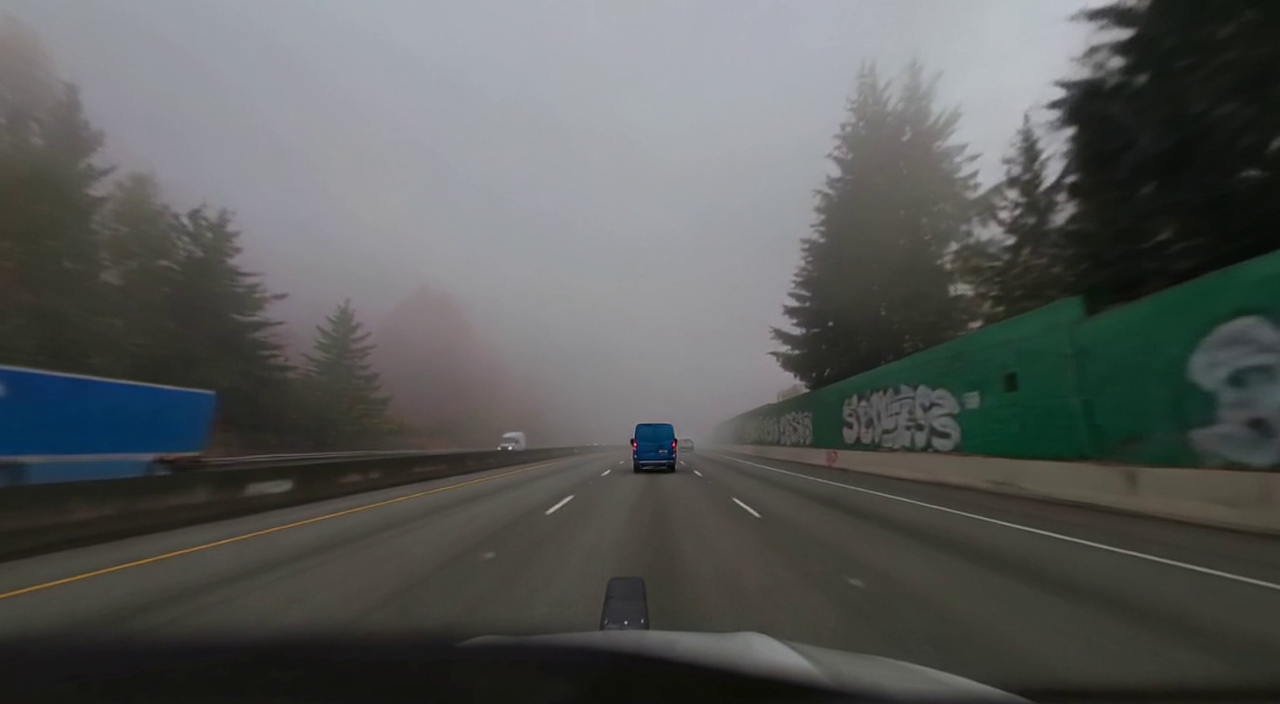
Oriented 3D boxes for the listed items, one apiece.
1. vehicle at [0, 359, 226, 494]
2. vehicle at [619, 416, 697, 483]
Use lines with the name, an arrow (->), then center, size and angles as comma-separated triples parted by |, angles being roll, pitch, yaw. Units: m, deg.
vehicle -> -20.943, 2.707, 22.148 | 2.949, 4.093, 14.052 | 0, -8, 1
vehicle -> 0.531, 3.183, 20.728 | 2.283, 1.956, 4.421 | 0, -8, 0
